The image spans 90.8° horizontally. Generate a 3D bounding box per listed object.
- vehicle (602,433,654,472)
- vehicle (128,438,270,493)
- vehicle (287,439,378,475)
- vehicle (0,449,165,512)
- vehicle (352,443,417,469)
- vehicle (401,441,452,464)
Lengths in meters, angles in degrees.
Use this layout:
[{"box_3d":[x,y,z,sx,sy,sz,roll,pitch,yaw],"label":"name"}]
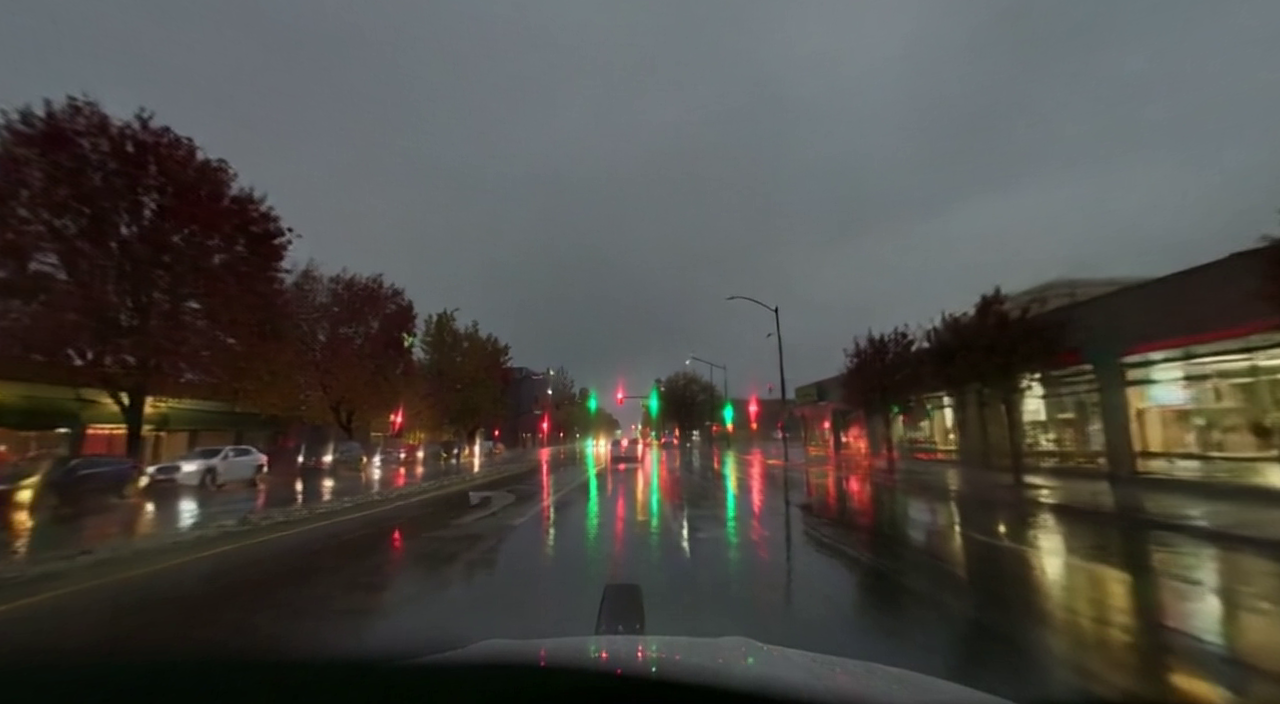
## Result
[{"box_3d":[-0.468,4.226,26.629,2.045,1.510,3.690,0,-9,0],"label":"vehicle"},{"box_3d":[-15.679,4.059,22.799,1.981,1.755,4.113,-1,-9,3],"label":"vehicle"},{"box_3d":[-15.722,5.389,32.631,2.130,1.692,4.734,-1,-9,2],"label":"vehicle"},{"box_3d":[-15.560,3.369,17.096,1.980,1.427,4.449,0,-9,-1],"label":"vehicle"},{"box_3d":[-15.787,6.442,39.350,1.931,1.455,5.023,0,-9,0],"label":"vehicle"},{"box_3d":[-15.792,7.438,46.961,2.131,1.560,4.563,0,-9,0],"label":"vehicle"}]
